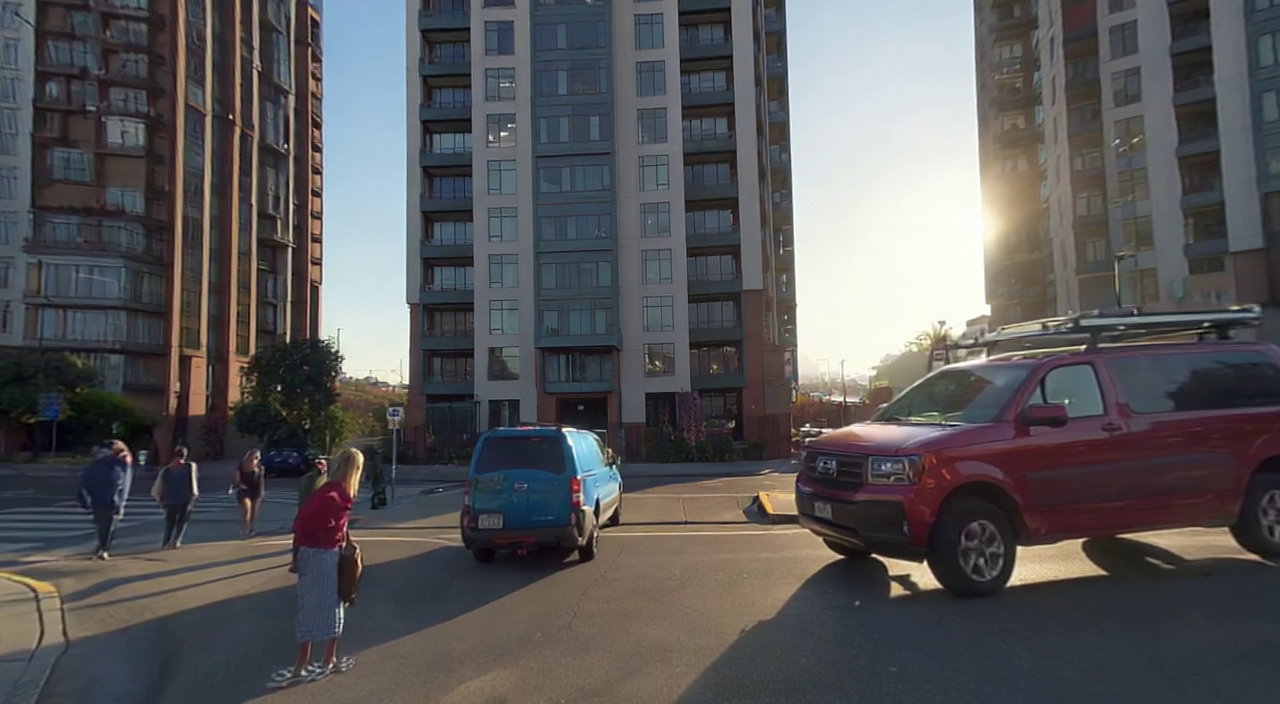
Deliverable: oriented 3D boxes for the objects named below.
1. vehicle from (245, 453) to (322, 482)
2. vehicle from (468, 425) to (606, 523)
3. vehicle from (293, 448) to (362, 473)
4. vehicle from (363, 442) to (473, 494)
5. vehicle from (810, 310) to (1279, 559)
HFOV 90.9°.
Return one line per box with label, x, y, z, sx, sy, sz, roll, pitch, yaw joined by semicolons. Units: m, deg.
vehicle;-19.434;6.296;34.516;3.467;1.456;1.649;4;-9;-24
vehicle;-1.947;2.487;13.356;2.144;1.733;4.115;0;-8;1
vehicle;-19.884;6.935;40.310;3.692;1.509;1.803;3;-9;-20
vehicle;-8.155;4.268;23.675;2.395;1.719;4.549;0;-8;1
vehicle;6.074;1.065;8.263;6.932;2.753;2.446;0;-8;1
